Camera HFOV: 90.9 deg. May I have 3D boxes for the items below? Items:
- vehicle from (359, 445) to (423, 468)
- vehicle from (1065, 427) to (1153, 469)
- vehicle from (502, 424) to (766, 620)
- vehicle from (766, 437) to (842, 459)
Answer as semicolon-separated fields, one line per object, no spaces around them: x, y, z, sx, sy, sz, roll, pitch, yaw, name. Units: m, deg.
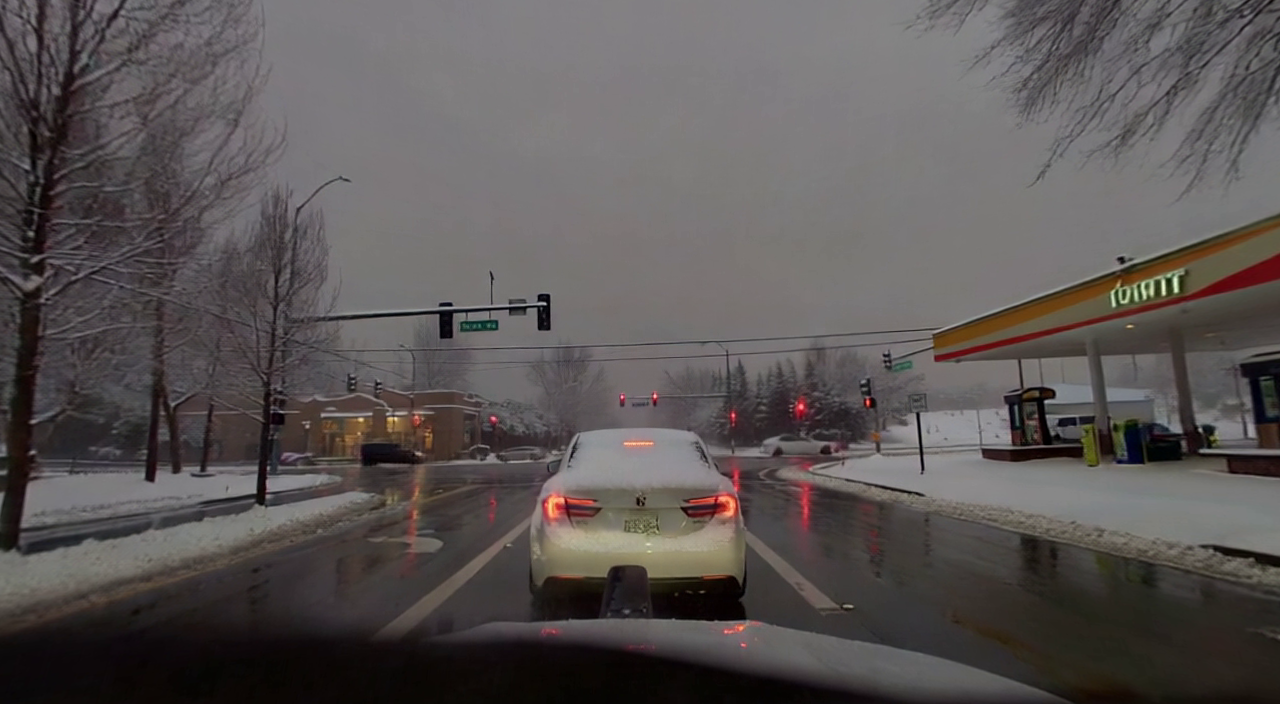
-18.219;7.651;46.184;3.975;1.563;1.755;-1;-8;5;vehicle
18.581;3.764;24.909;4.091;1.495;2.053;8;-12;-44;vehicle
-0.050;1.601;6.911;2.010;1.482;4.057;0;-8;0;vehicle
11.350;6.718;43.992;4.813;1.455;1.889;-1;-8;4;vehicle
